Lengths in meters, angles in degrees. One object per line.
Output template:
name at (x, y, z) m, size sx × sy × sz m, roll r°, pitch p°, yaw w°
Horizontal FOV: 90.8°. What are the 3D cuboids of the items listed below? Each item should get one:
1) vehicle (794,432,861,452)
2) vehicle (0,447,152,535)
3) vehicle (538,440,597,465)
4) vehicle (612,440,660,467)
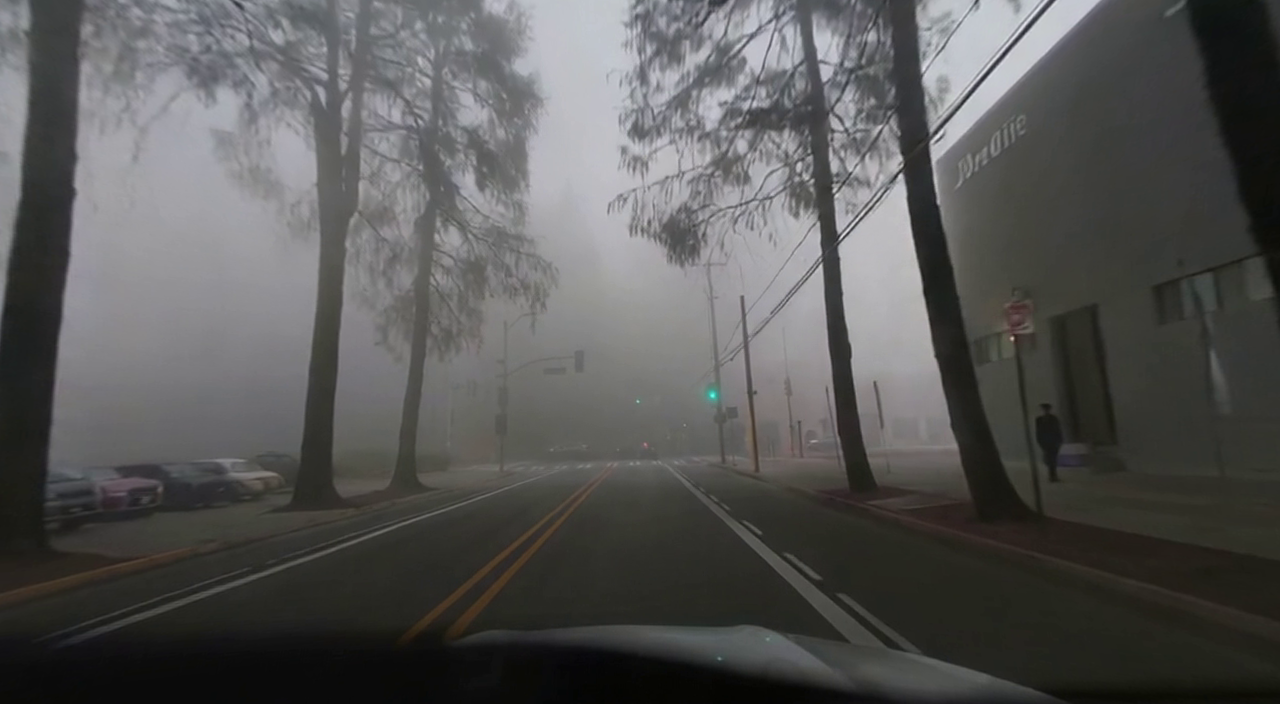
vehicle at (14.552, 6.983, 49.213) m, size 4.632 × 1.484 × 1.907 m, roll 0°, pitch -8°, yaw 0°
vehicle at (-13.198, 2.837, 13.216) m, size 4.294 × 1.634 × 1.972 m, roll 0°, pitch -8°, yaw 1°
vehicle at (-5.564, 7.645, 48.259) m, size 4.472 × 1.736 × 1.874 m, roll -6°, pitch -10°, yaw 38°
vehicle at (-0.323, 6.011, 37.592) m, size 2.118 × 1.478 × 4.624 m, roll 2°, pitch -8°, yaw -10°
